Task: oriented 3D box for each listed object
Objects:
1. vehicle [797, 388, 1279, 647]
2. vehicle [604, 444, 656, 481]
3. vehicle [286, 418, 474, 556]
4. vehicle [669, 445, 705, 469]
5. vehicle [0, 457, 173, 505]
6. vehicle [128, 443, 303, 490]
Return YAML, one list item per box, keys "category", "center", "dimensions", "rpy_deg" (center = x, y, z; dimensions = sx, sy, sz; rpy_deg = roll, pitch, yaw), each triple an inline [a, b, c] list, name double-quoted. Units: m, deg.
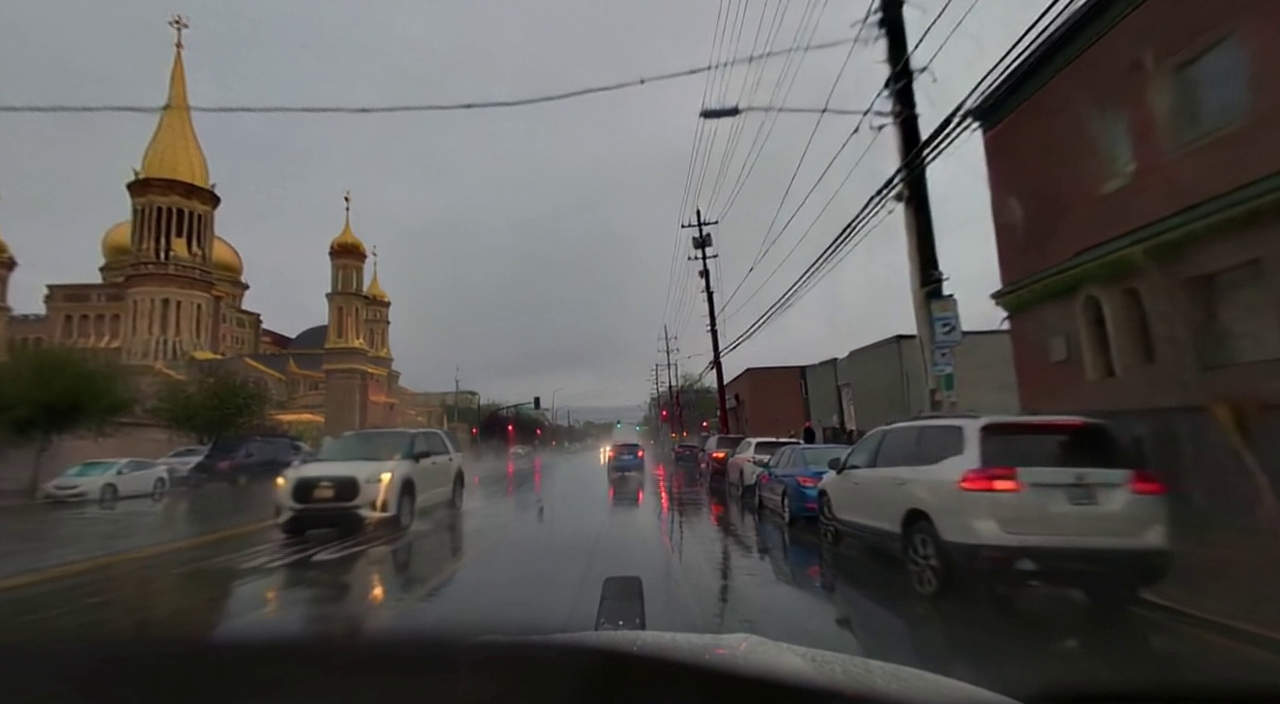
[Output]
- category: "vehicle"
  center: [3.557, 1.575, 7.178]
  dimensions: [2.106, 1.750, 5.328]
  rpy_deg: [2, -9, -1]
- category: "vehicle"
  center: [-0.402, 4.678, 27.113]
  dimensions: [2.049, 1.453, 4.299]
  rpy_deg: [0, -8, 0]
- category: "vehicle"
  center: [-4.149, 2.059, 10.499]
  dimensions: [2.240, 1.731, 4.470]
  rpy_deg: [3, -9, -20]
- category: "vehicle"
  center: [3.271, 7.390, 44.750]
  dimensions: [1.944, 1.530, 4.539]
  rpy_deg: [0, -8, -4]
- category: "vehicle"
  center: [-18.755, 4.319, 21.316]
  dimensions: [4.465, 1.496, 1.836]
  rpy_deg: [0, -8, 0]
- category: "vehicle"
  center: [-18.304, 4.946, 27.462]
  dimensions: [5.873, 1.917, 2.472]
  rpy_deg: [-1, -8, 3]
